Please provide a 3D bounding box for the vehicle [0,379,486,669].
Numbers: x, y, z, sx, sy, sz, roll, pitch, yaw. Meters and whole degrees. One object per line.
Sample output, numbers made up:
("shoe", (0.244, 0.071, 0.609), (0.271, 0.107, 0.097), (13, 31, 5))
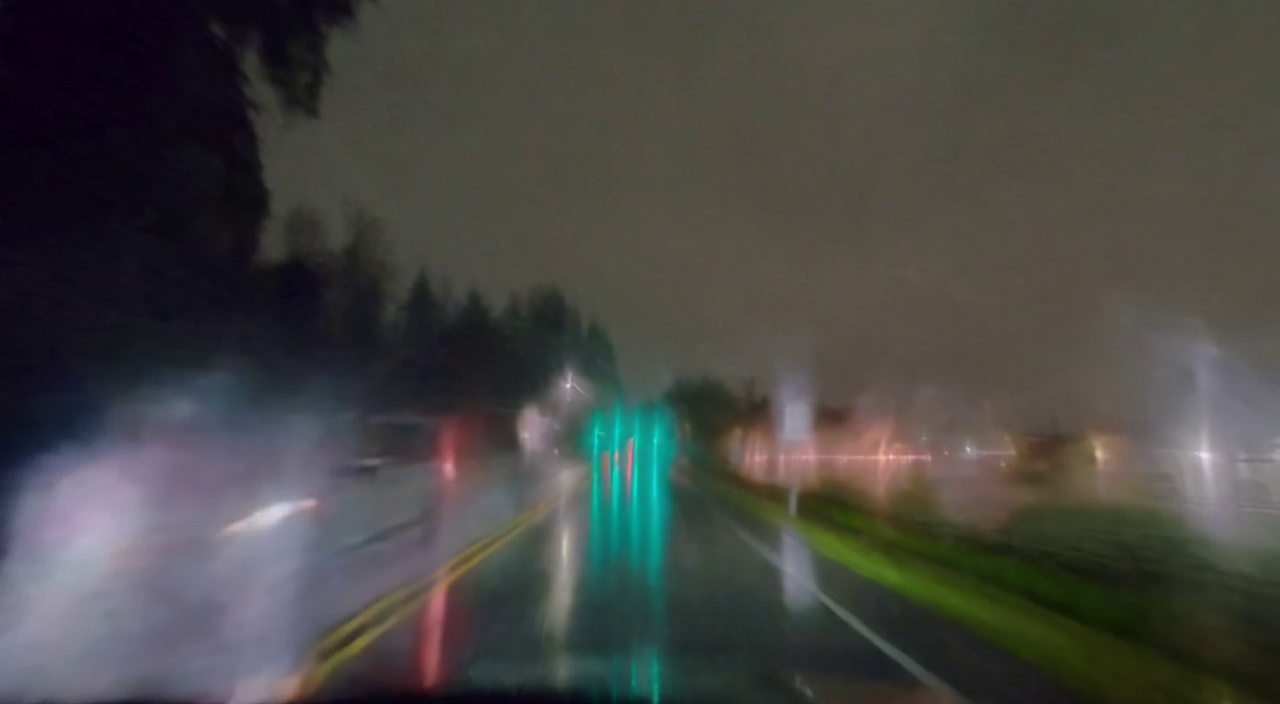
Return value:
("vehicle", (-3.895, 1.625, 7.492), (2.531, 1.923, 6.417), (0, -9, 0))
